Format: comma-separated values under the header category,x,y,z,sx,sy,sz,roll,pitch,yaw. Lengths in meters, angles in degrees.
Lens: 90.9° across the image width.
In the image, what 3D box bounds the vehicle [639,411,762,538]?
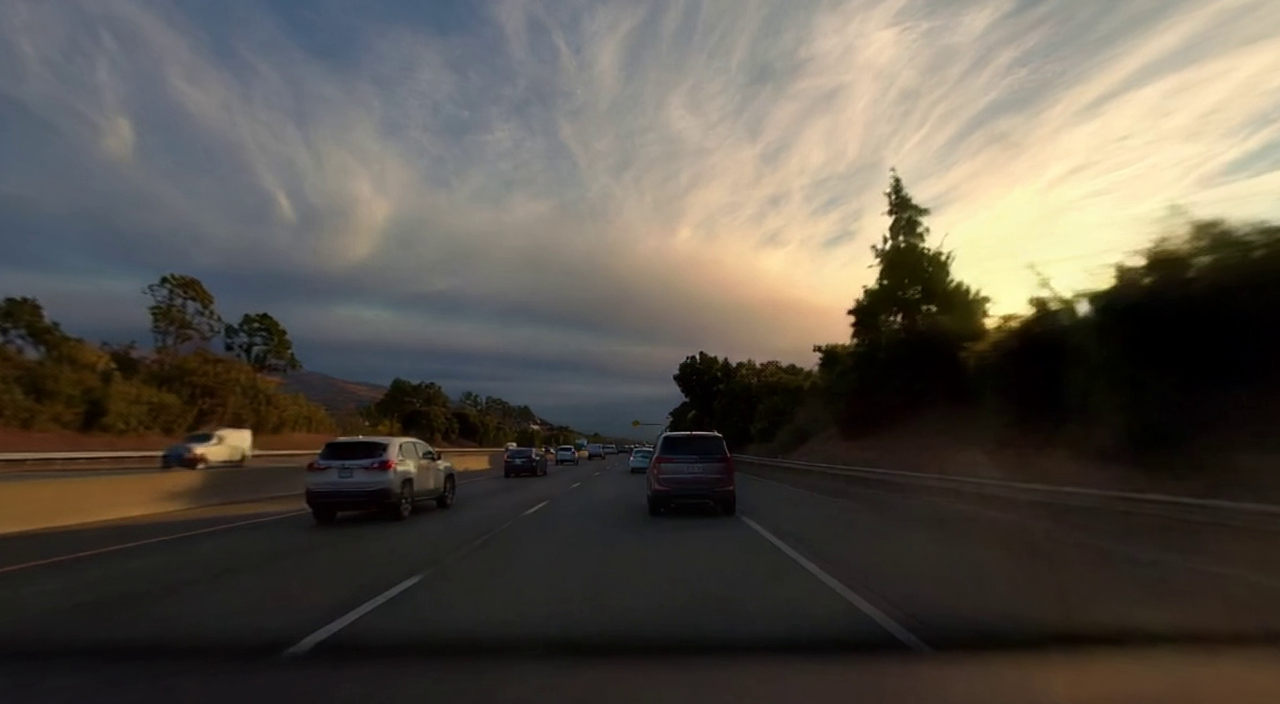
category,x,y,z,sx,sy,sz,roll,pitch,yaw
vehicle,0.923,2.174,11.679,1.825,1.920,3.960,0,-9,-1

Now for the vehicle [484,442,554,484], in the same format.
category,x,y,z,sx,sy,sz,roll,pitch,yaw
vehicle,-4.595,4.273,24.545,1.867,1.489,3.829,0,-9,1

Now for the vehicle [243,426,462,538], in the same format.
category,x,y,z,sx,sy,sz,roll,pitch,yaw
vehicle,-4.877,2.252,11.519,1.934,1.642,4.201,0,-9,1

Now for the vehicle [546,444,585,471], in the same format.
category,x,y,z,sx,sy,sz,roll,pitch,yaw
vehicle,-4.575,6.514,39.169,1.855,1.527,4.209,0,-9,1

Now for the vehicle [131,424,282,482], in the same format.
category,x,y,z,sx,sy,sz,roll,pitch,yaw
vehicle,-16.041,3.770,23.761,2.076,1.922,5.041,0,-9,0
